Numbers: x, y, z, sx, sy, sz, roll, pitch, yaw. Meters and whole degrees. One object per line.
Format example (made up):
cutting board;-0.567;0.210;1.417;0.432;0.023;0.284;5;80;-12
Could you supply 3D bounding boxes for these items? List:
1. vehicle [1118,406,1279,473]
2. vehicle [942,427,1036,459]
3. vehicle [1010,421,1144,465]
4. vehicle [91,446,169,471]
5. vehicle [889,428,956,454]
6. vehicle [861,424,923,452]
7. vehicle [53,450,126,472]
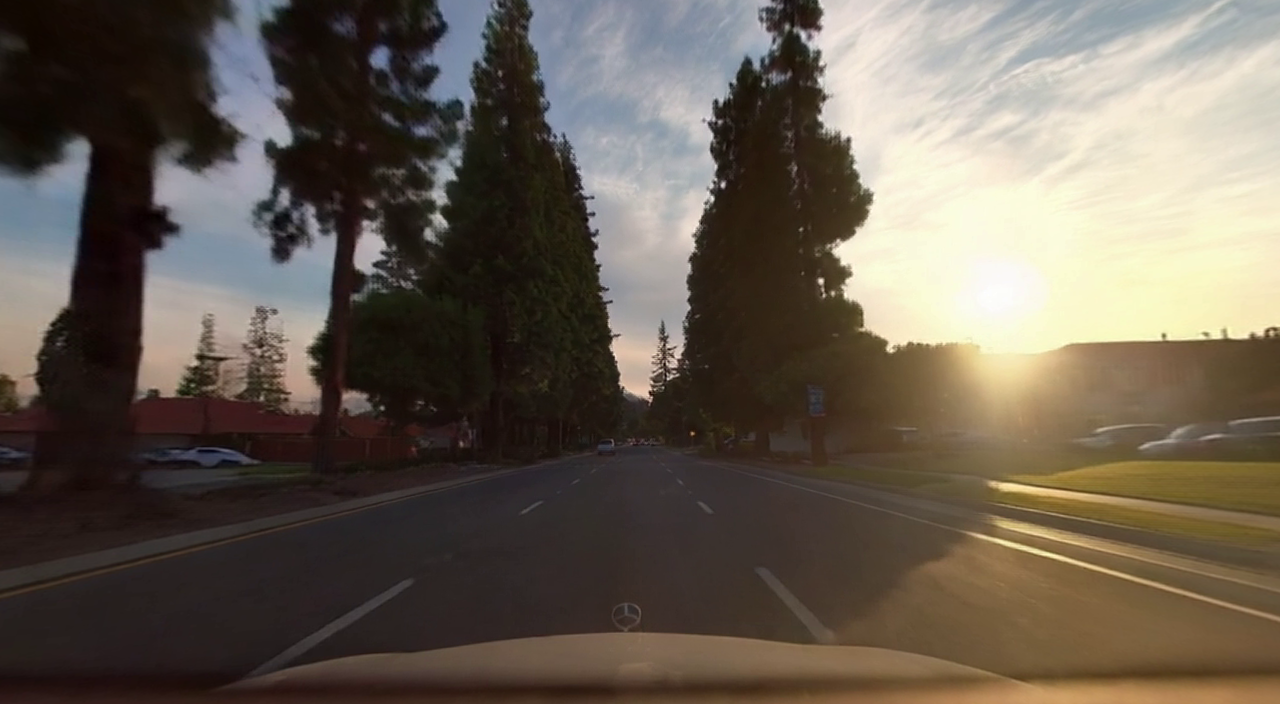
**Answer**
vehicle;16.481;2.536;18.211;2.046;1.714;4.199;-1;-8;2
vehicle;16.950;4.472;30.915;1.804;1.468;4.699;0;-8;-2
vehicle;16.606;3.513;24.304;1.968;1.511;4.497;0;-8;1
vehicle;-37.669;7.864;46.692;1.900;1.685;4.572;0;-8;1
vehicle;17.007;5.406;38.198;1.825;1.458;4.689;0;-8;0
vehicle;17.438;6.000;43.989;2.094;1.813;5.789;-1;-8;1
vehicle;-40.469;8.012;46.447;1.908;1.429;3.780;-1;-8;2
